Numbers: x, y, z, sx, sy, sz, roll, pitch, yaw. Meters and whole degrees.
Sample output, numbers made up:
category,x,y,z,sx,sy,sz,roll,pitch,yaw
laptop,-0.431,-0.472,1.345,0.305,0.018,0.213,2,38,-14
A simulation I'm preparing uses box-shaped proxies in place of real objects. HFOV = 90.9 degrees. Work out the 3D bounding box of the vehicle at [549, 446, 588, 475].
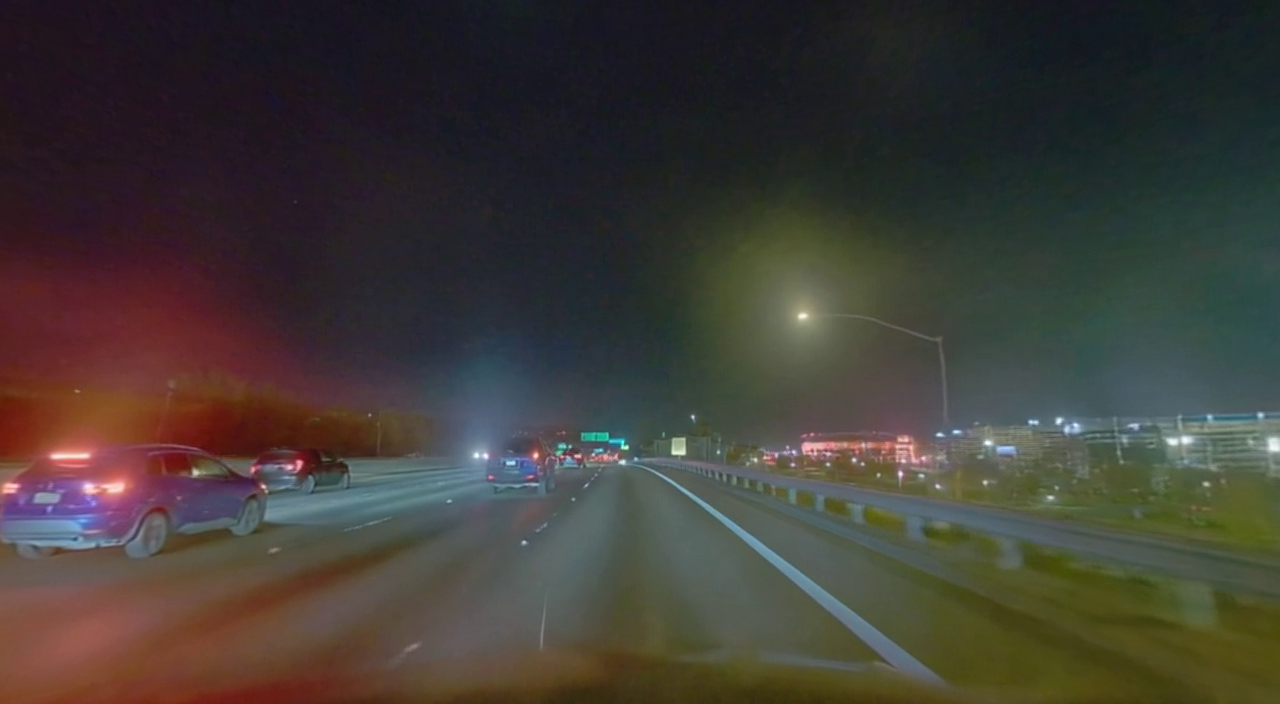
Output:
category,x,y,z,sx,sy,sz,roll,pitch,yaw
vehicle,-4.140,6.326,37.061,1.955,1.614,3.817,0,-8,-1

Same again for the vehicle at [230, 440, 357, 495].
category,x,y,z,sx,sy,sz,roll,pitch,yaw
vehicle,-11.706,3.878,21.708,1.919,1.665,4.394,0,-8,-1

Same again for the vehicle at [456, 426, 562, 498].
category,x,y,z,sx,sy,sz,roll,pitch,yaw
vehicle,-3.973,3.465,20.284,2.301,1.985,5.247,0,-8,0

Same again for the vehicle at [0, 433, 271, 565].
category,x,y,z,sx,sy,sz,roll,pitch,yaw
vehicle,-7.243,1.957,9.062,1.796,1.509,3.393,0,-8,-1
